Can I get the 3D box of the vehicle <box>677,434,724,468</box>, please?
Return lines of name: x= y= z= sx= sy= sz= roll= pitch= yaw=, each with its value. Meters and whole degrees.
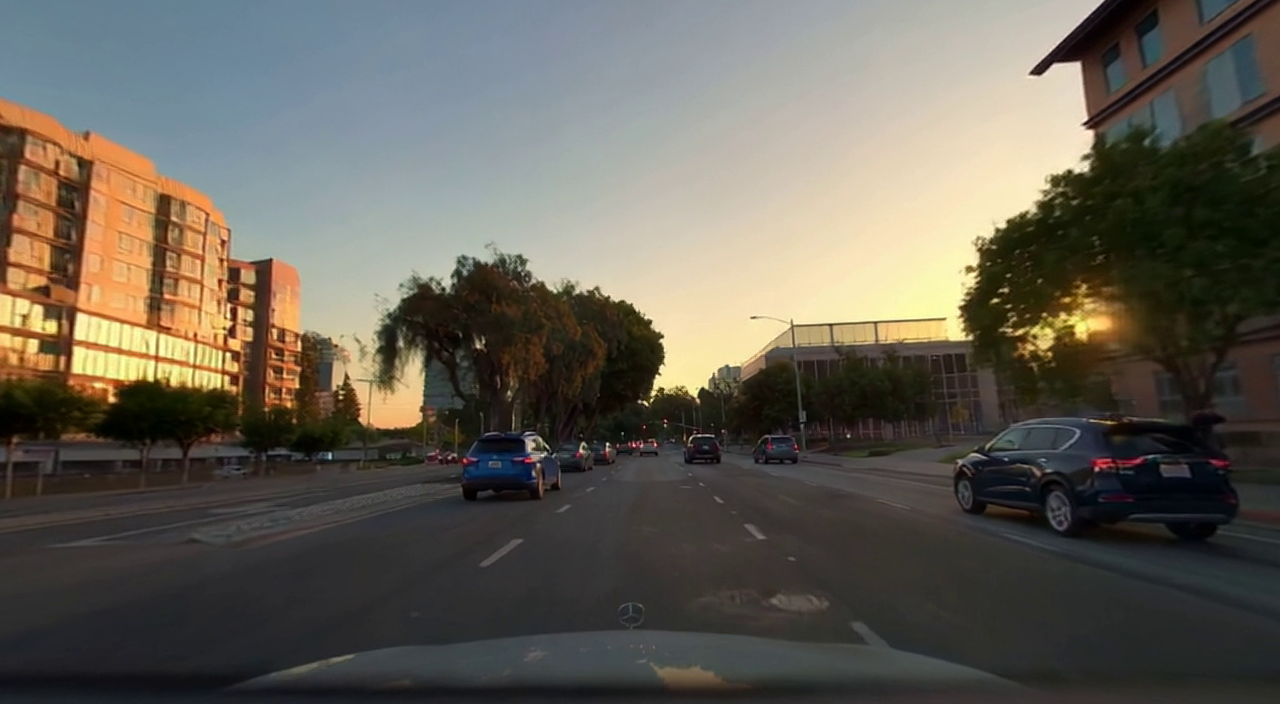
vehicle: x=3.395 y=5.673 z=36.255 sx=2.178 sy=1.804 sz=4.766 roll=0 pitch=-9 yaw=0

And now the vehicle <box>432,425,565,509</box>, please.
vehicle: x=-3.200 y=2.721 z=15.309 sx=2.141 sy=1.719 sz=4.379 roll=-1 pitch=-9 yaw=1

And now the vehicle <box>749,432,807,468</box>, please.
vehicle: x=7.421 y=5.312 z=34.256 sx=2.076 sy=1.793 sz=4.464 roll=0 pitch=-9 yaw=-1

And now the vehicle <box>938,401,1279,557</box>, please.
vehicle: x=6.432 y=1.717 z=9.135 sx=2.088 sy=1.666 sz=4.512 roll=-1 pitch=-9 yaw=1
